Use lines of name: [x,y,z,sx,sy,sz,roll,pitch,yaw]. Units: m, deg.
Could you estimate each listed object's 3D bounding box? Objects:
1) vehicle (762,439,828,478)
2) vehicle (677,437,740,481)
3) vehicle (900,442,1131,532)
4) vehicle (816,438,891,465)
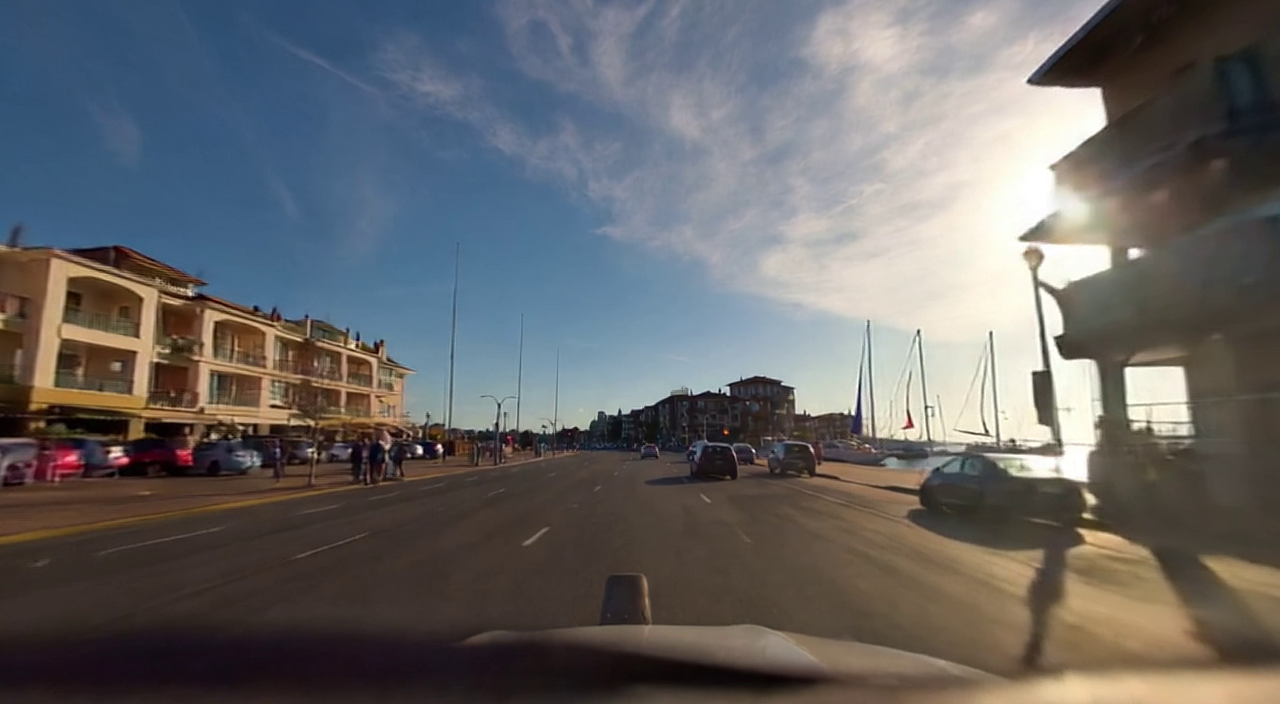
vehicle: [7.464,5.158,30.826,2.029,1.750,4.825,-1,-9,0]
vehicle: [2.700,4.339,25.789,2.047,1.640,4.051,0,-9,-1]
vehicle: [7.450,2.683,13.199,2.112,1.514,4.371,-1,-9,0]
vehicle: [14.821,6.900,43.852,4.406,1.783,2.020,1,-8,-4]
